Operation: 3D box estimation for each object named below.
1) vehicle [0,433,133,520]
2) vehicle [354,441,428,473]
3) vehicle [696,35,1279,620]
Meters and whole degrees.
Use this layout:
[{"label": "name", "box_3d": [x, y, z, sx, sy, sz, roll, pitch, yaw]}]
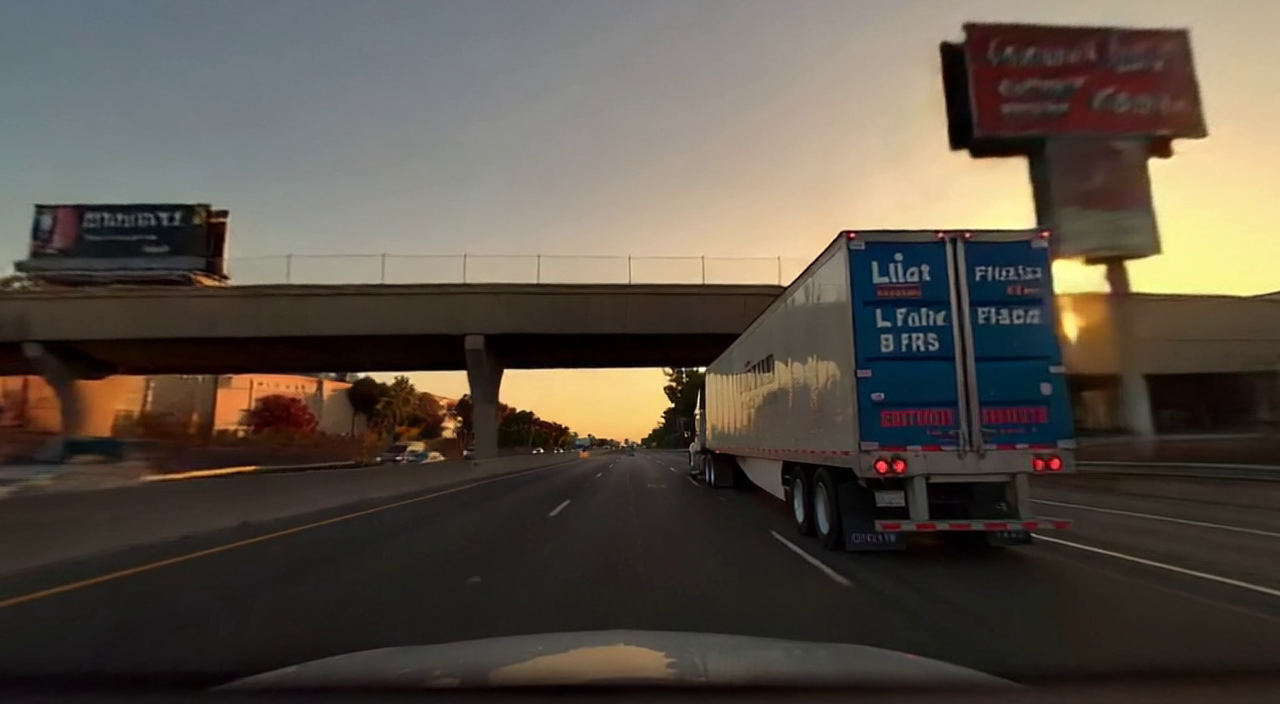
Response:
[{"label": "vehicle", "box_3d": [-10.908, 2.110, 10.880, 1.545, 1.369, 3.358, 0, -9, -1]}, {"label": "vehicle", "box_3d": [-14.781, 6.262, 37.948, 2.203, 1.736, 5.504, 0, -9, 0]}, {"label": "vehicle", "box_3d": [3.620, 0.948, 13.155, 2.891, 4.387, 17.121, 0, -9, -1]}]
